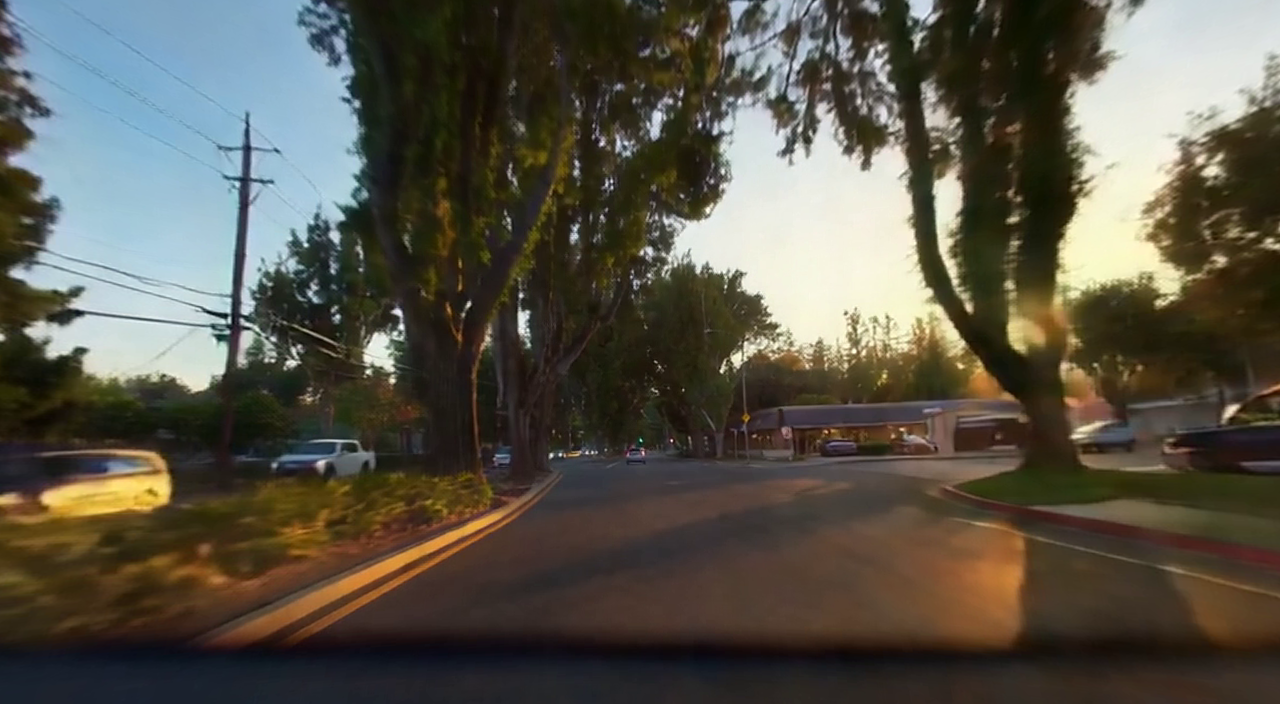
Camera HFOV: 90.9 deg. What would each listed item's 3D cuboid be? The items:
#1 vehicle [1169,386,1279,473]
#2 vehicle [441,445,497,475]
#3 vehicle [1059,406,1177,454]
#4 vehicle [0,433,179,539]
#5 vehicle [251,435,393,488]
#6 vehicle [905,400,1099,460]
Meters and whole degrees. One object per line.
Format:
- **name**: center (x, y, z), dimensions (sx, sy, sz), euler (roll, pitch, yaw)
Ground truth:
- **vehicle**: center (19.226, 2.480, 19.807), dimensions (2.274, 2.447, 4.159), euler (-2, -9, 16)
- **vehicle**: center (-10.633, 6.747, 39.517), dimensions (2.189, 1.747, 4.651), euler (0, -9, 0)
- **vehicle**: center (25.251, 4.163, 33.468), dimensions (4.275, 2.426, 2.291), euler (0, -8, 1)
- **vehicle**: center (-10.257, 2.199, 10.801), dimensions (1.778, 1.517, 3.923), euler (0, -9, -2)
- **vehicle**: center (-11.897, 4.142, 24.261), dimensions (2.471, 1.783, 5.903), euler (0, -8, -1)
- **vehicle**: center (19.011, 4.157, 33.498), dimensions (8.462, 3.012, 2.906), euler (0, -9, -1)
